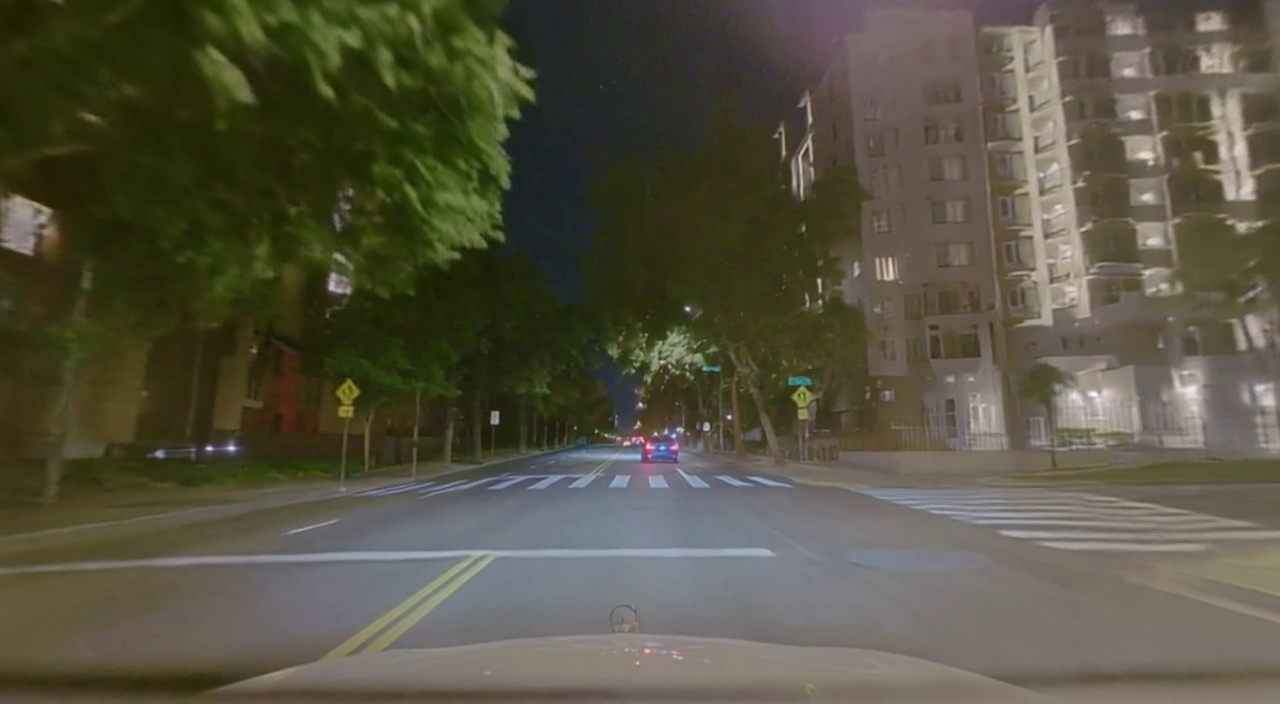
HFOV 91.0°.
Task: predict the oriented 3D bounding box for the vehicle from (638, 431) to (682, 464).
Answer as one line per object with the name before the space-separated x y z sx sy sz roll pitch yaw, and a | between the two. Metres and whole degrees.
vehicle | 1.051 5.312 34.987 1.981 1.703 3.691 1 -8 -5
